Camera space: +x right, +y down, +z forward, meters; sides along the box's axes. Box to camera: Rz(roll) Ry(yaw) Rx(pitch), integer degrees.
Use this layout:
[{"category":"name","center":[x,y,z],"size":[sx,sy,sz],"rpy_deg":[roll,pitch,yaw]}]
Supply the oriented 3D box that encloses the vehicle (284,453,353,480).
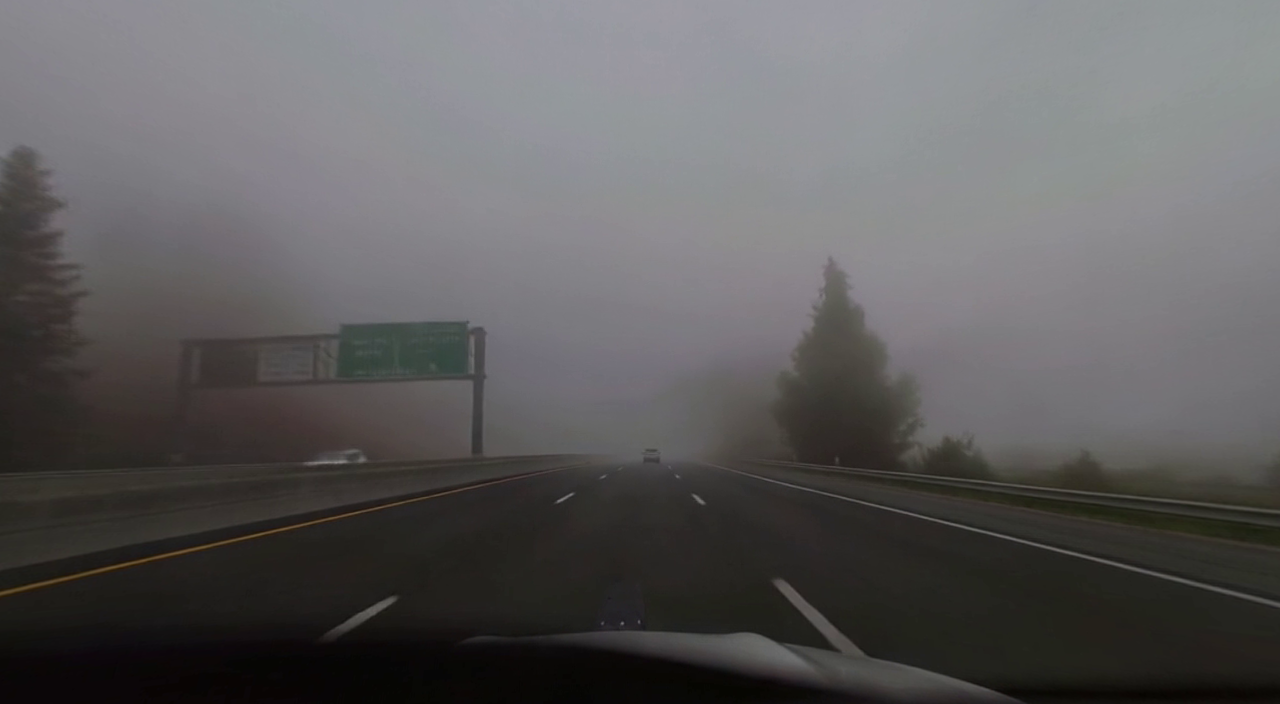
[{"category":"vehicle","center":[-18.859,6.714,37.202],"size":[1.753,1.465,4.450],"rpy_deg":[0,-9,0]}]
